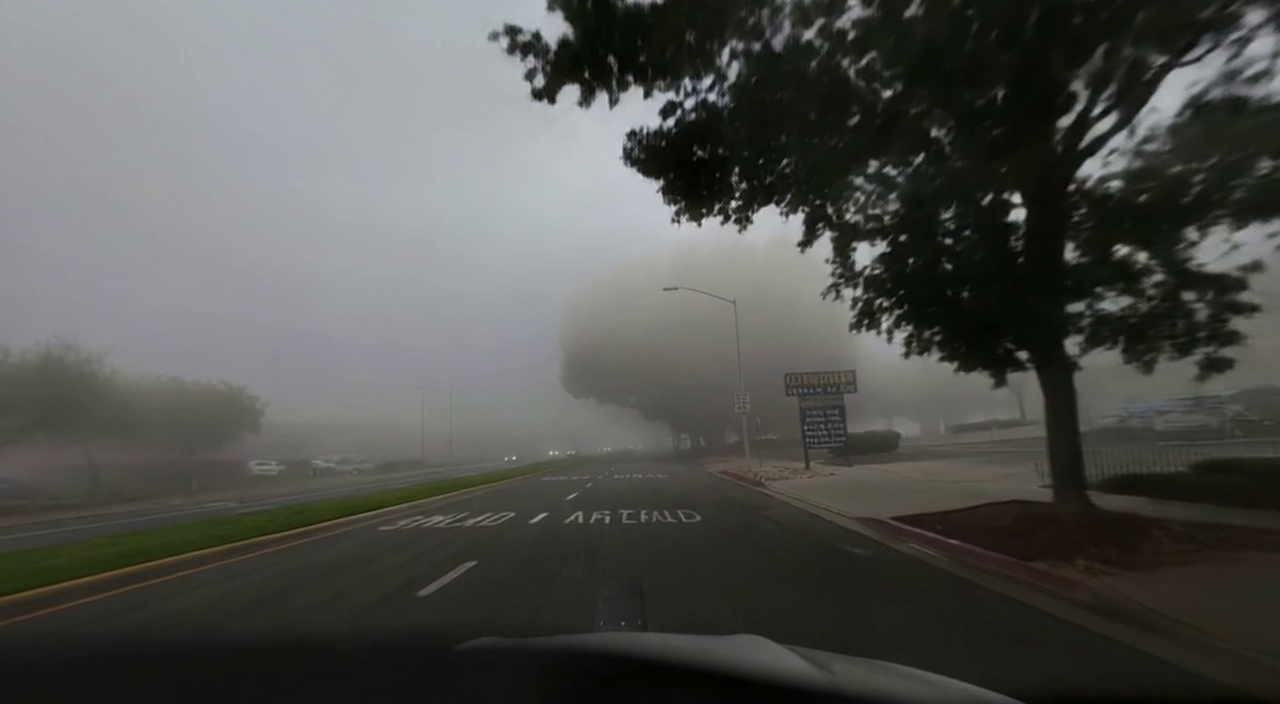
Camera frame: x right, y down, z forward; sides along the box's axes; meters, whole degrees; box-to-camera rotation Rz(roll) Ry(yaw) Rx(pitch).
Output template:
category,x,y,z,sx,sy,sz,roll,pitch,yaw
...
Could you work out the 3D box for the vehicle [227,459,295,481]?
category,x,y,z,sx,sy,sz,roll,pitch,yaw
vehicle,-27.721,8.634,45.974,3.797,1.527,1.830,0,-9,1
